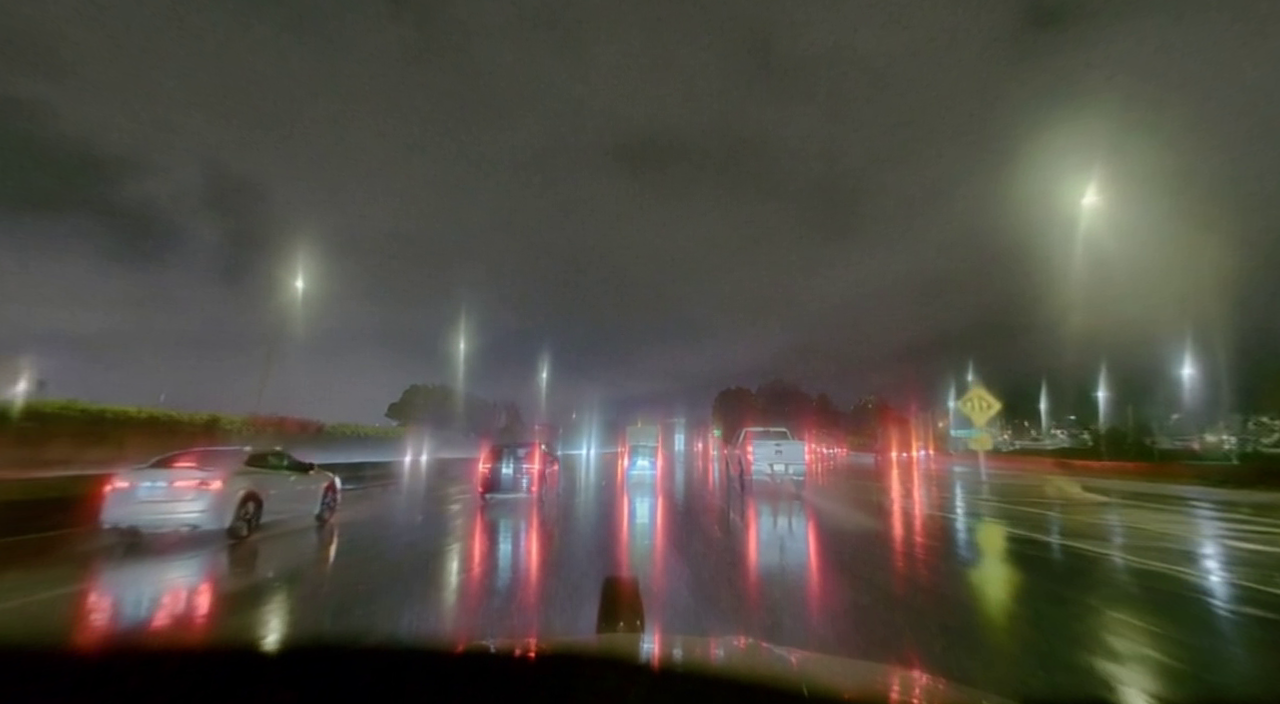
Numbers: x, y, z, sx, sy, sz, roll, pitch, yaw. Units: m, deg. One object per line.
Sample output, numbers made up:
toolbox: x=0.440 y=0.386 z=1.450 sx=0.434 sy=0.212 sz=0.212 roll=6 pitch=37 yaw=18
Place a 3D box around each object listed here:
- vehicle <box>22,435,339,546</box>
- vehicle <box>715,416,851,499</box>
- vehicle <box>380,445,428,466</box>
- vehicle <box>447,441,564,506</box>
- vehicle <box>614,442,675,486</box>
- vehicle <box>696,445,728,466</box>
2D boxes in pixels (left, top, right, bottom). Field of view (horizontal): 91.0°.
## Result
vehicle: x=-7.454 y=2.267 z=11.006 sx=2.065 sy=1.519 sz=4.491 roll=0 pitch=-9 yaw=1
vehicle: x=4.108 y=3.259 z=19.755 sx=2.802 sy=2.151 sz=6.579 roll=0 pitch=-9 yaw=1
vehicle: x=-18.441 y=8.112 z=49.473 sx=1.897 sy=1.504 sz=4.444 roll=-1 pitch=-9 yaw=2
vehicle: x=-3.382 y=3.162 z=16.802 sx=1.996 sy=1.488 sz=4.451 roll=0 pitch=-9 yaw=2
vehicle: x=0.208 y=4.172 z=23.666 sx=2.071 sy=1.478 sz=4.130 roll=0 pitch=-9 yaw=1
vehicle: x=5.358 y=7.756 z=47.257 sx=2.023 sy=1.507 sz=4.510 roll=0 pitch=-9 yaw=2
